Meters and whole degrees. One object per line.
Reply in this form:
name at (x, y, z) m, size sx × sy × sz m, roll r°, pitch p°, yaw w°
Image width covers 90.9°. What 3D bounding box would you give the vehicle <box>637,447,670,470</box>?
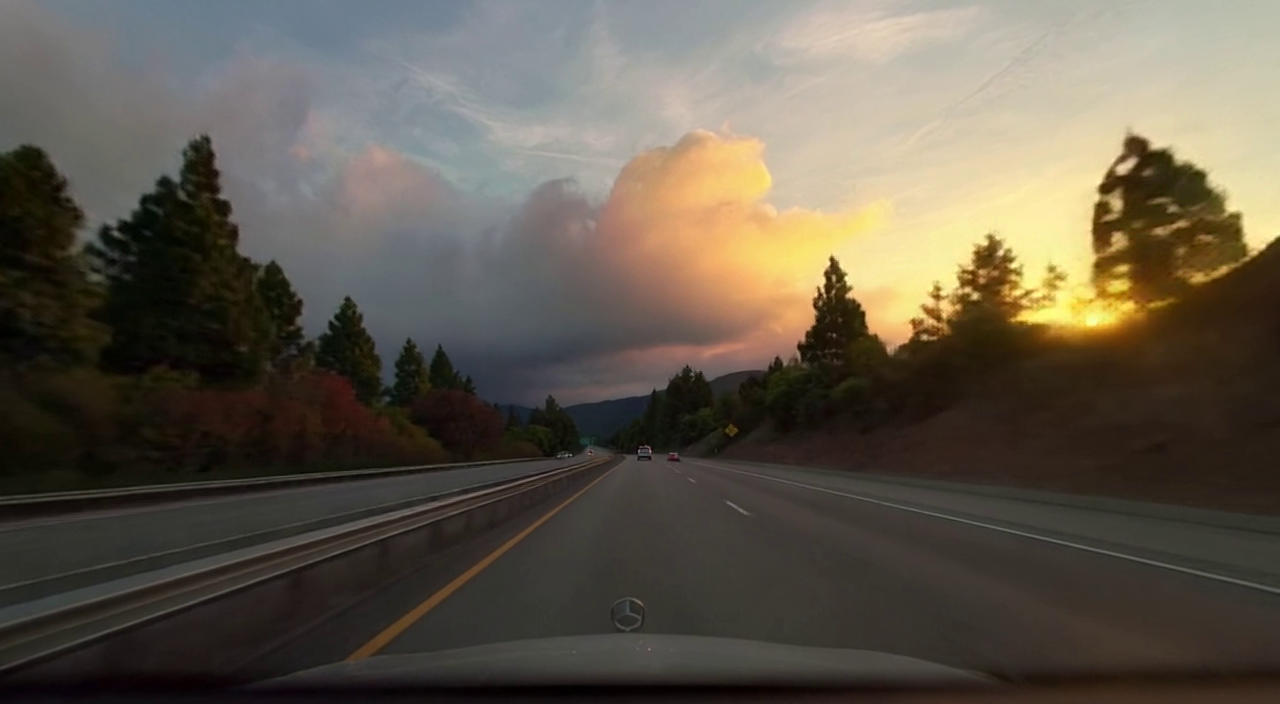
vehicle at (0.876, 7.357, 43.798) m, size 2.162 × 1.492 × 3.975 m, roll 0°, pitch -9°, yaw -1°
